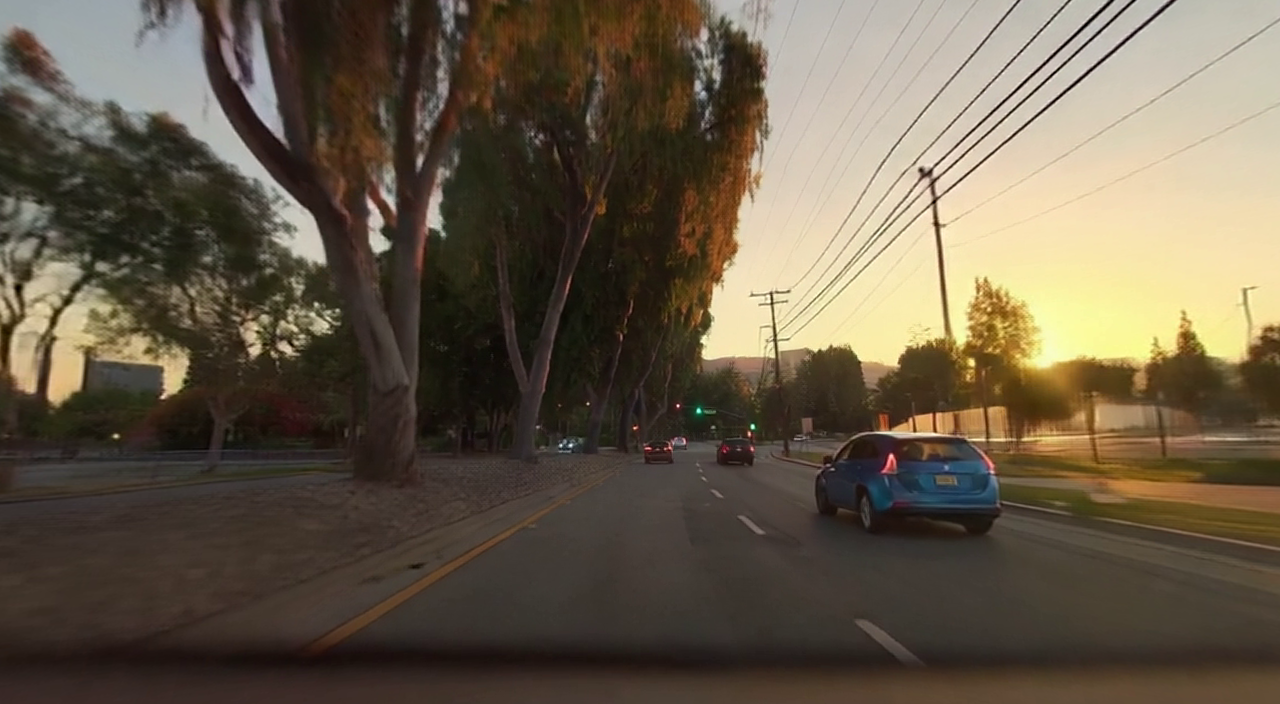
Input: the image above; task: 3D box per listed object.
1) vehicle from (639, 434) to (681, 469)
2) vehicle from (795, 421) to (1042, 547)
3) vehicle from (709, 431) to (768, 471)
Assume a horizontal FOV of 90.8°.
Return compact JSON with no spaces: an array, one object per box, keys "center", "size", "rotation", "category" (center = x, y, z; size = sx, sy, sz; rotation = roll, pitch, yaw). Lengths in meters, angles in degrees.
[{"center":[1.106,5.521,35.125],"size":[2.163,1.746,4.073],"rotation":[-1,-9,2],"category":"vehicle"},{"center":[3.931,1.933,9.890],"size":[1.881,1.512,4.294],"rotation":[0,-9,0],"category":"vehicle"},{"center":[4.881,5.001,32.117],"size":[2.254,1.840,4.918],"rotation":[-1,-9,1],"category":"vehicle"}]
